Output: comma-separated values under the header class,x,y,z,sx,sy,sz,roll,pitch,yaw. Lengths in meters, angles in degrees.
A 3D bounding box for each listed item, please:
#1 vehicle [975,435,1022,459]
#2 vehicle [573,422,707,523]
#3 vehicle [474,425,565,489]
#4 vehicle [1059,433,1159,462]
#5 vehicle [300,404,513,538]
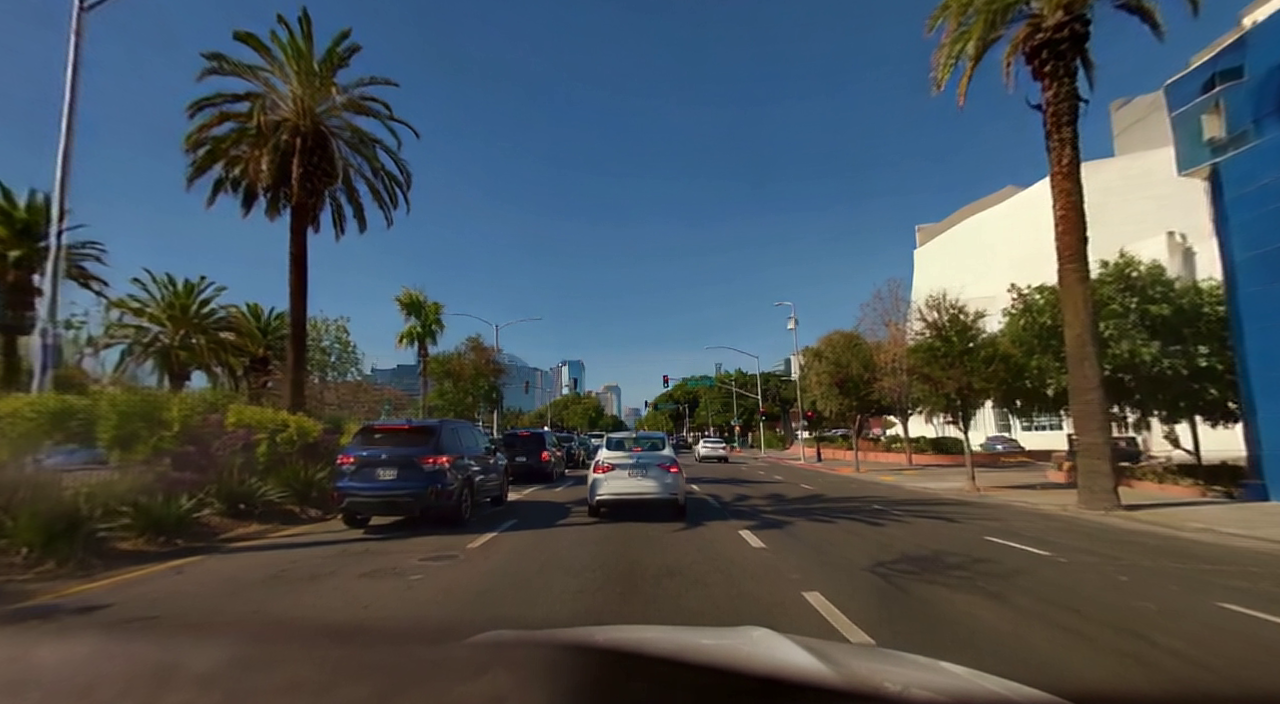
class,x,y,z,sx,sy,sz,roll,pitch,yaw
vehicle,25.929,6.900,45.756,1.882,1.672,3.957,-2,-9,14
vehicle,-0.023,2.234,12.169,2.114,1.585,4.285,0,-9,-1
vehicle,-3.440,3.097,18.825,1.840,1.684,4.041,0,-9,1
vehicle,25.436,5.203,34.285,3.914,1.427,1.779,-2,-8,5
vehicle,-3.498,1.890,10.501,1.914,1.741,4.398,0,-9,-1
